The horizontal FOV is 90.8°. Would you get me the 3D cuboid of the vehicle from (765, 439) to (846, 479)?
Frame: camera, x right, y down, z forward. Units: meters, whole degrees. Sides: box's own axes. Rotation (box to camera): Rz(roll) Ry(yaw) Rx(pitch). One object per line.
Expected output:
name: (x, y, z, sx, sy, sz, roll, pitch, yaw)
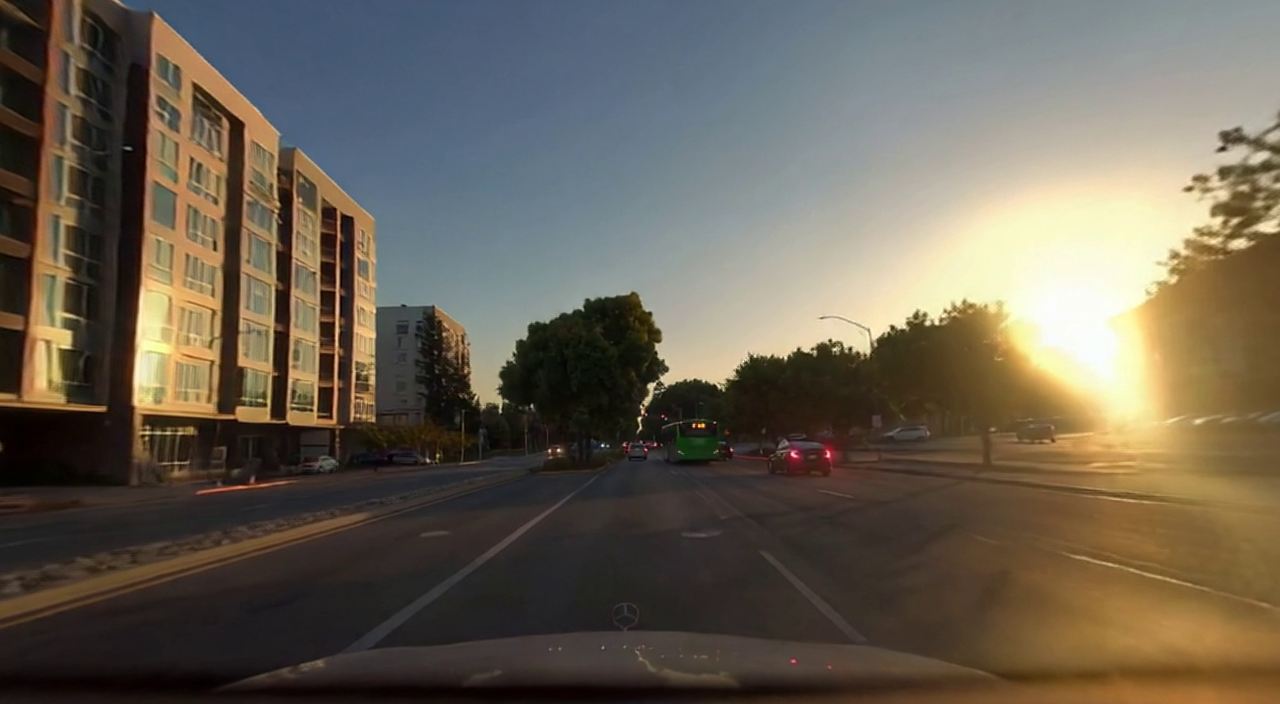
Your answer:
vehicle: (6.648, 4.351, 25.904, 1.992, 1.447, 4.414, 0, -9, -2)
